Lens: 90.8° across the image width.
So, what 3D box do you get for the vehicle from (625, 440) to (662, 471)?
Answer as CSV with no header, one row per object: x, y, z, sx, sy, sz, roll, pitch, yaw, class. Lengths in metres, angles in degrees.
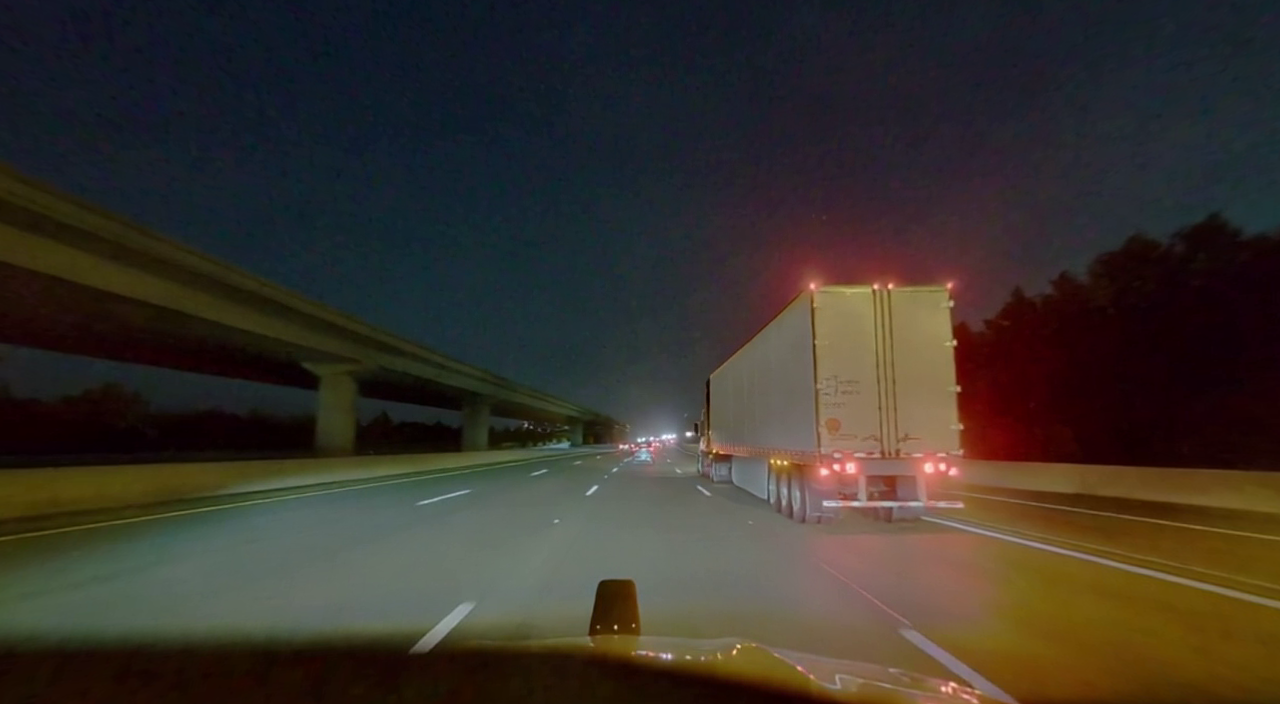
0.227,6.075,37.348,2.077,1.716,4.514,0,-9,1,vehicle

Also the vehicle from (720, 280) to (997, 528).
4.168,1.552,15.363,2.964,4.063,10.072,0,-9,-1,vehicle
